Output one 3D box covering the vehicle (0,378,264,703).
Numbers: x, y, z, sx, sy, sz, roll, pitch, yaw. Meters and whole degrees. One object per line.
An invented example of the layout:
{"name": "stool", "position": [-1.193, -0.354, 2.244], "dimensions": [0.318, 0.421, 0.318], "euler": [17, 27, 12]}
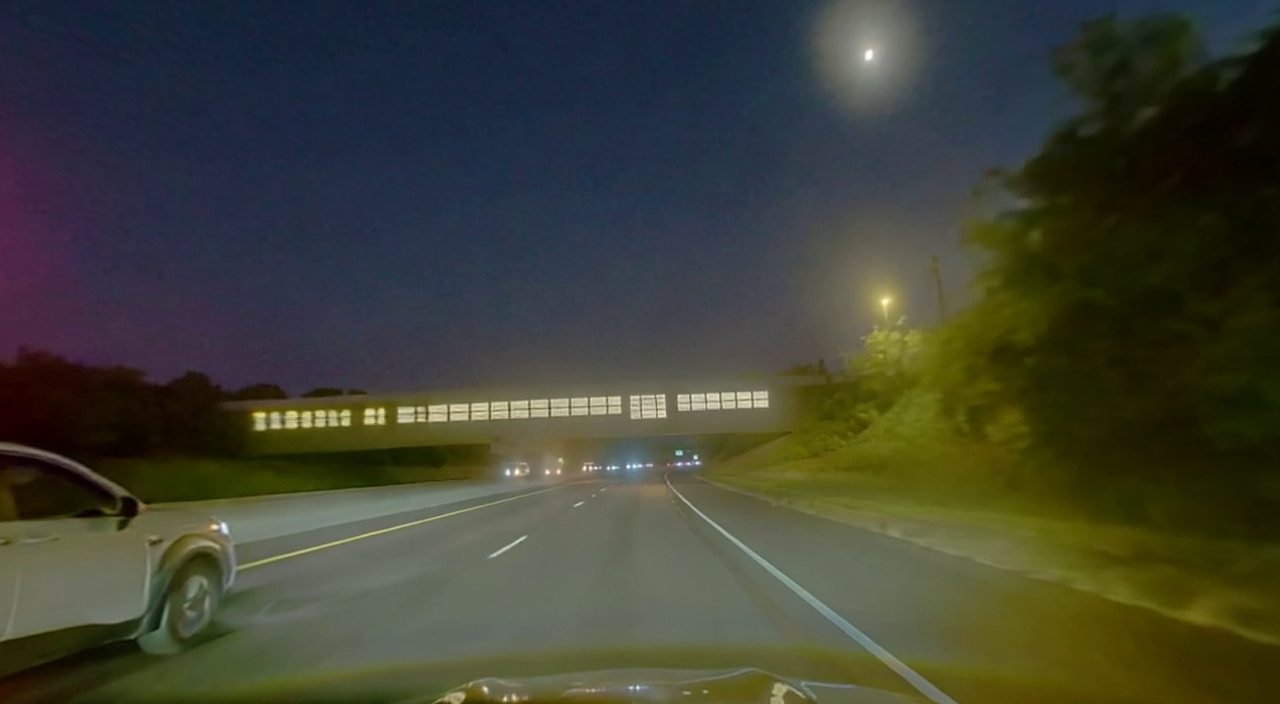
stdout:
{"name": "vehicle", "position": [-4.076, 0.895, 2.566], "dimensions": [2.141, 1.697, 4.641], "euler": [1, -11, 0]}
